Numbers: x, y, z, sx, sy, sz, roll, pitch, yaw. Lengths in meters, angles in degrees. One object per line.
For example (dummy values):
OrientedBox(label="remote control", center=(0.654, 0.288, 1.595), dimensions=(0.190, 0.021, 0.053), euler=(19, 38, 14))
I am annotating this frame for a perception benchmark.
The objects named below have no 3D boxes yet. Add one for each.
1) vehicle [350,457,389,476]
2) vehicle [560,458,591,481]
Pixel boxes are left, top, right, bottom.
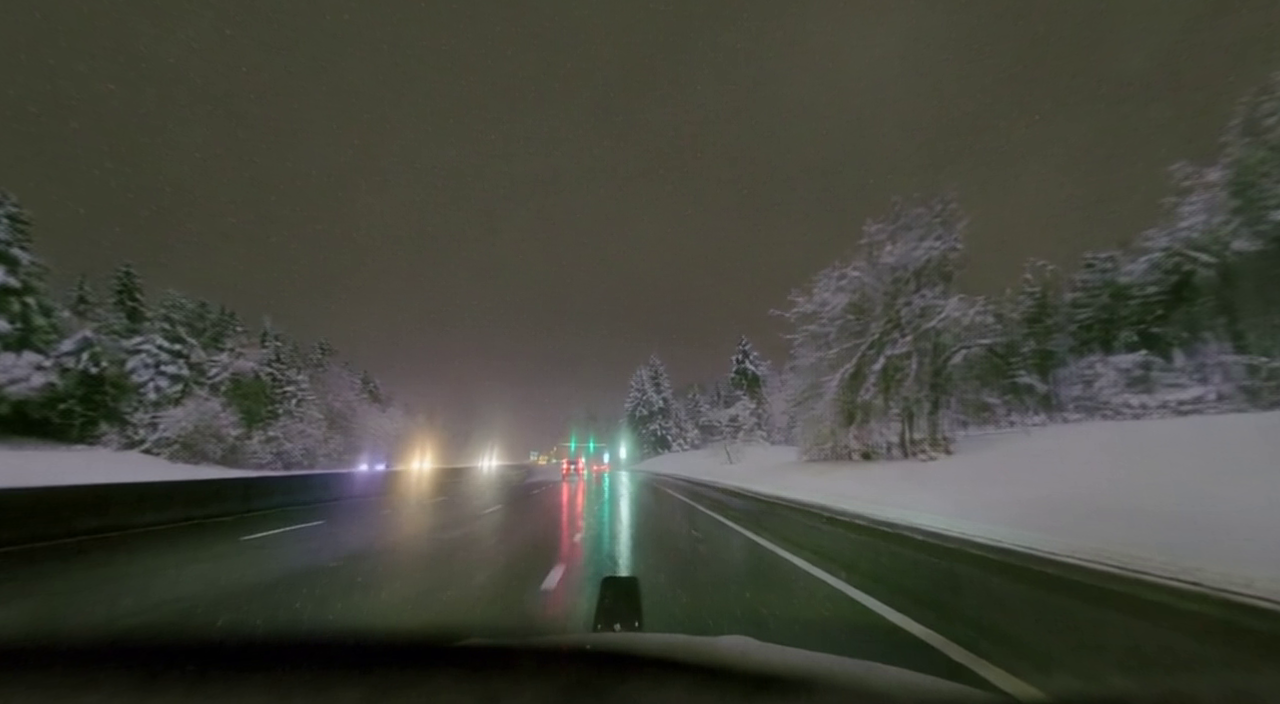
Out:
OrientedBox(label="vehicle", center=(-21.129, 8.945, 49.080), dimensions=(1.748, 1.391, 3.284), euler=(2, -8, -5))
OrientedBox(label="vehicle", center=(-4.944, 9.033, 48.338), dimensions=(2.248, 1.619, 3.848), euler=(0, -9, -4))
